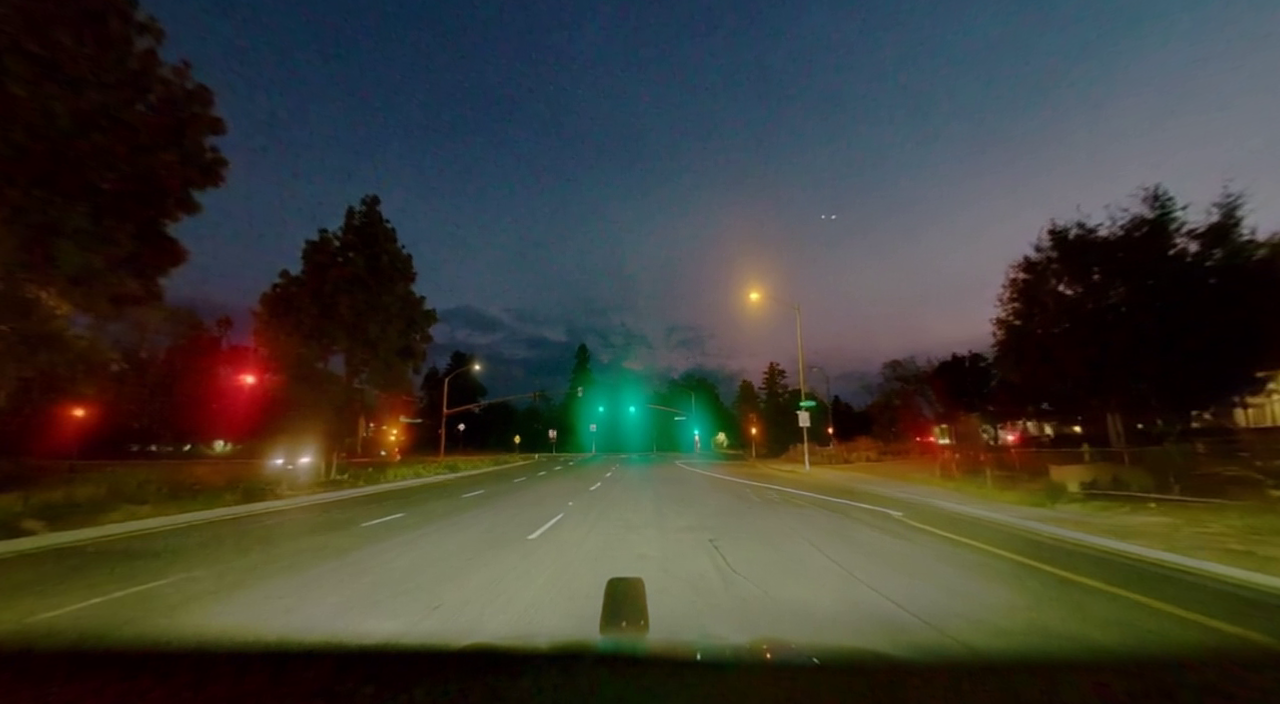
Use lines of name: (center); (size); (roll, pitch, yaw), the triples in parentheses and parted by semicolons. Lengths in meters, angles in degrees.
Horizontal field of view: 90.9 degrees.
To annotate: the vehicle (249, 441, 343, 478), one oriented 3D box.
vehicle: (-17.045, 5.346, 31.529); (2.006, 1.694, 4.351); (-1, -8, 4)
